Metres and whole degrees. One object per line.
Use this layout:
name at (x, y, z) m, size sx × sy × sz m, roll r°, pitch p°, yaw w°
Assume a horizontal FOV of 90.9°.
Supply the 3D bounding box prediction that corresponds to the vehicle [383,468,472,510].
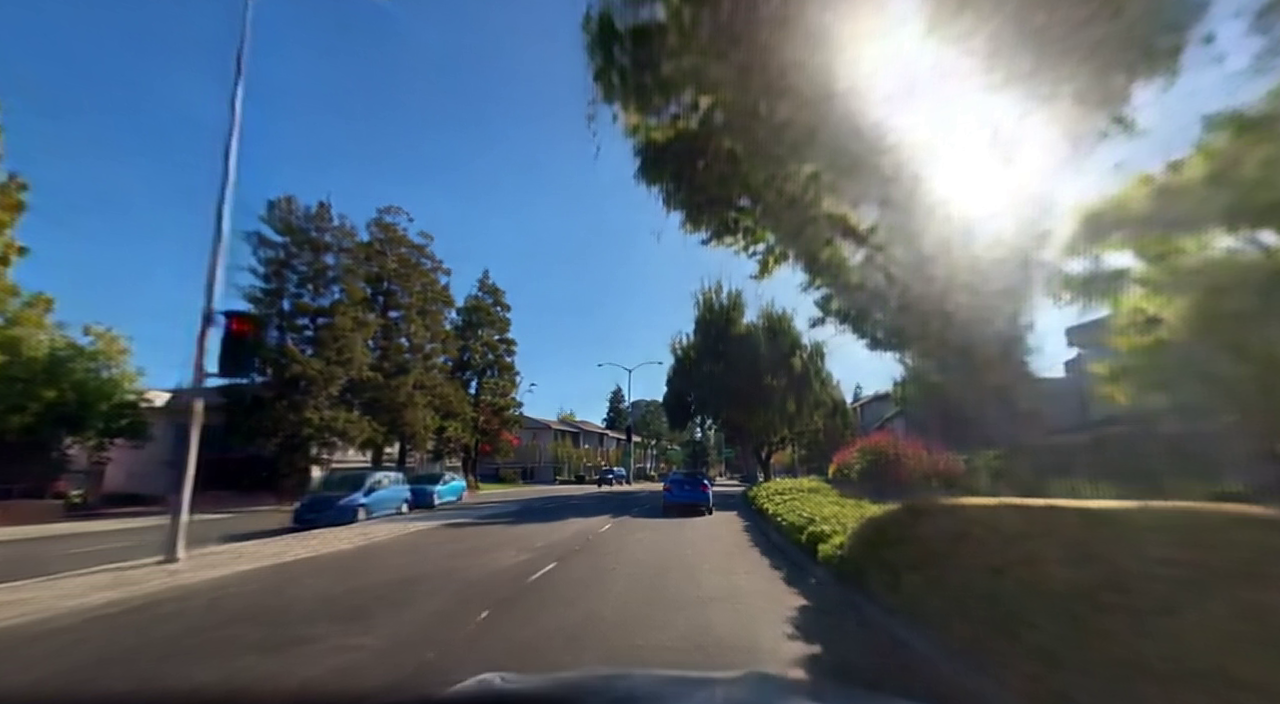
vehicle at (-9.173, 5.952, 27.649) m, size 1.856 × 1.569 × 4.572 m, roll -6°, pitch -11°, yaw 7°

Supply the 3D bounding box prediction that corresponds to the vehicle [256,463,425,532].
vehicle at (-7.556, 3.732, 16.518) m, size 1.870 × 1.518 × 4.390 m, roll -2°, pitch -11°, yaw 7°

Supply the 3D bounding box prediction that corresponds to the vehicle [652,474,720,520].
vehicle at (1.662, 4.695, 20.880) m, size 1.972 × 1.250 × 5.282 m, roll -1°, pitch -11°, yaw 7°
